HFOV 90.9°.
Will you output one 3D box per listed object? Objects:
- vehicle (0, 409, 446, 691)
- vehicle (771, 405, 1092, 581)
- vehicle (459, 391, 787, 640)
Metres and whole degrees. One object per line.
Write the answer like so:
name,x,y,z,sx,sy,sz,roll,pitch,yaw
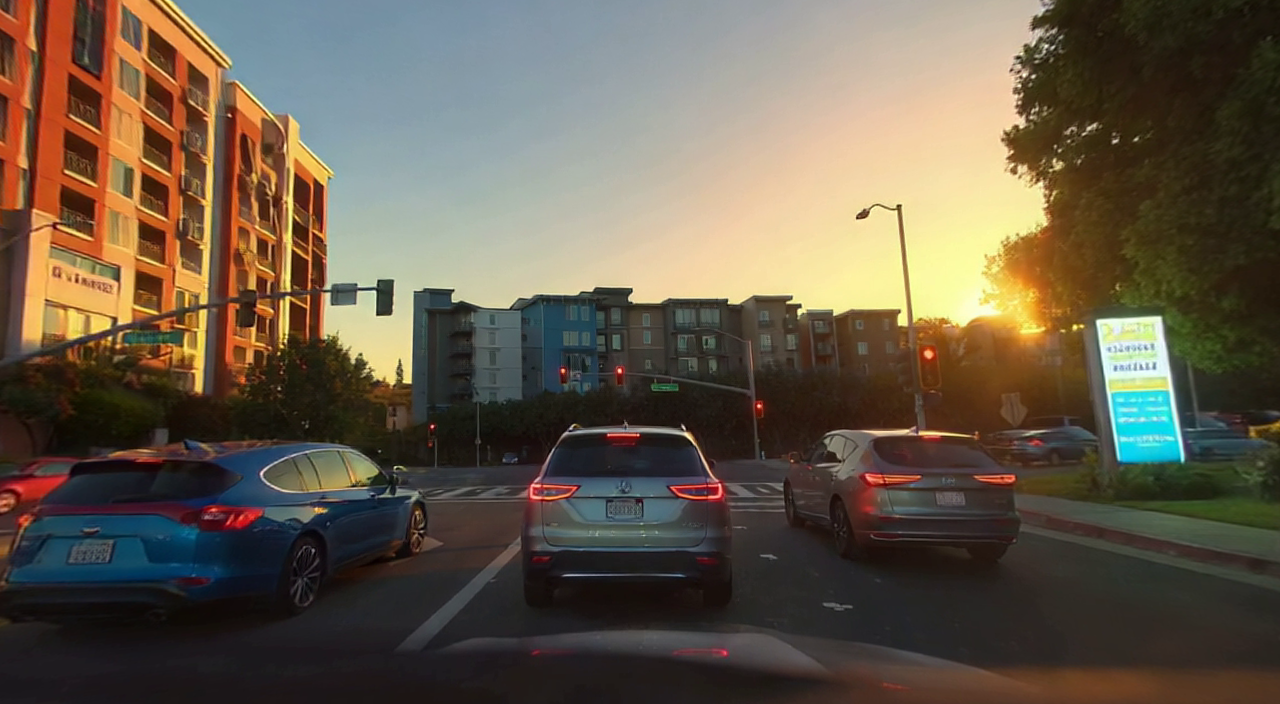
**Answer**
vehicle,-3.546,1.424,5.813,1.906,1.524,4.547,0,-8,2
vehicle,3.217,1.661,8.259,2.004,1.646,4.554,0,-8,0
vehicle,-0.127,1.412,6.440,2.195,1.662,4.262,0,-8,0
